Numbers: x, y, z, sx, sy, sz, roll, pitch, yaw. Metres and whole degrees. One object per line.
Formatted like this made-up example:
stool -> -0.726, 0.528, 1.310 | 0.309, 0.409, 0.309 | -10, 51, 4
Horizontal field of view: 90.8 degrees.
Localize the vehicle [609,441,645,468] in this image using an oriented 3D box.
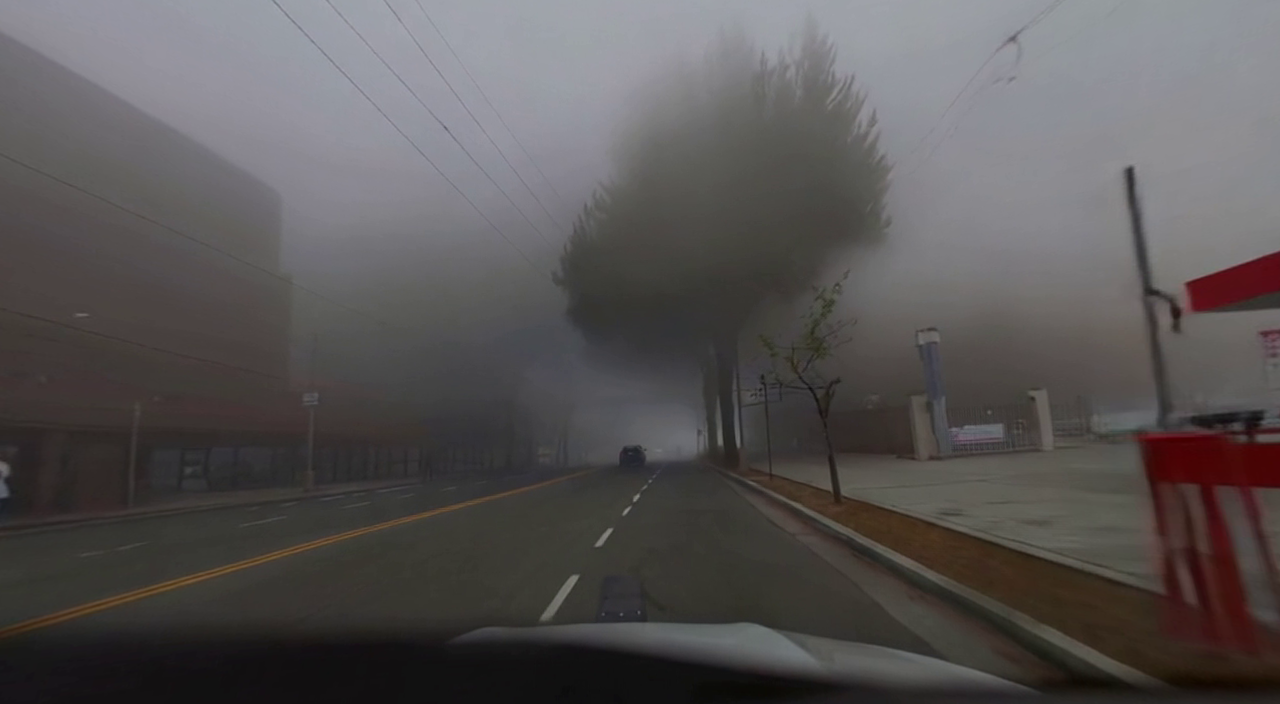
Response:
vehicle -> -0.837, 7.044, 43.614 | 2.101, 1.721, 4.364 | 0, -8, 4
